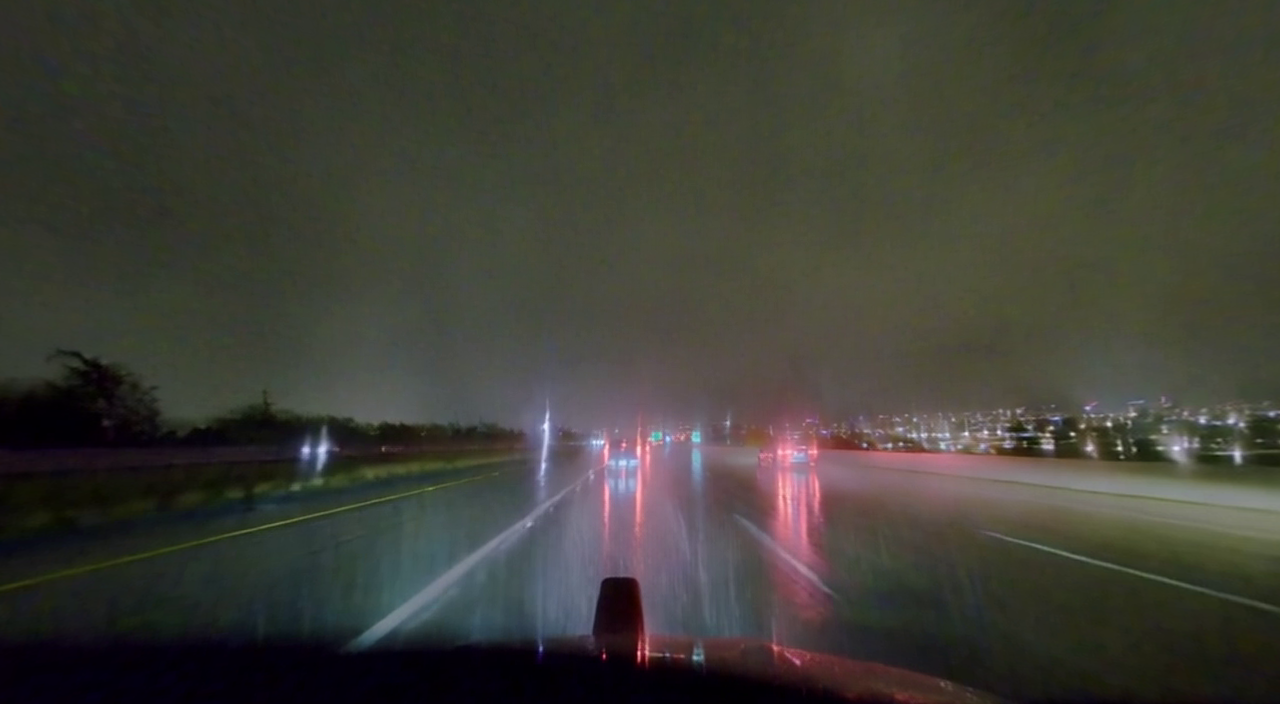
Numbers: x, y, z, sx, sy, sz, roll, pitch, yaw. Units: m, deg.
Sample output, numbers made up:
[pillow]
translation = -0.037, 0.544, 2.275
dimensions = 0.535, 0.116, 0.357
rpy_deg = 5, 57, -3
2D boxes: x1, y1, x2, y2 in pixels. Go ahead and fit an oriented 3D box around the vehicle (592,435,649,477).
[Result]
[vehicle]
translation = -0.738, 4.233, 25.826
dimensions = 2.147, 1.576, 3.964
rpy_deg = 0, -8, 0
